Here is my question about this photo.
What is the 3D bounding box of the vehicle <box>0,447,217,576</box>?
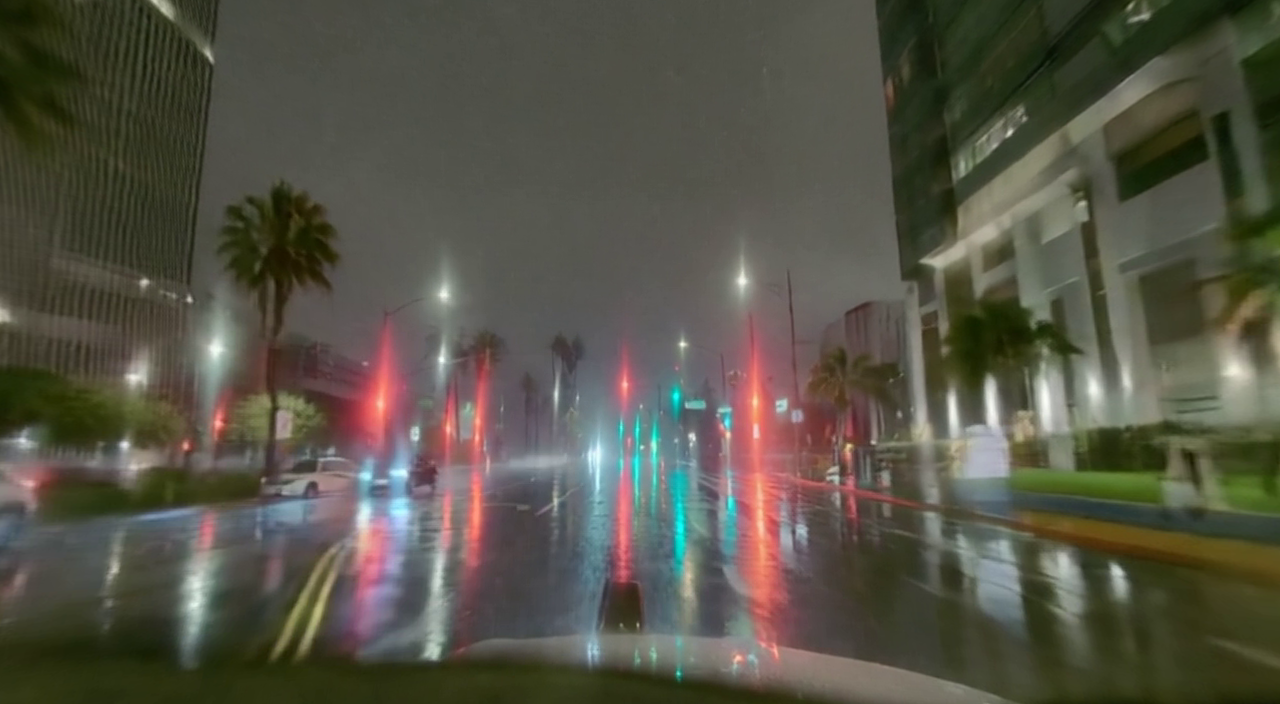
[{"bbox_3d":[-9.659,2.489,10.687,1.940,1.726,4.395,-1,-8,0],"label":"vehicle"}]

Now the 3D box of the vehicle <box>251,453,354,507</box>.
[{"bbox_3d":[-13.296,5.001,25.182,1.913,1.694,4.462,-5,-8,-4],"label":"vehicle"}]

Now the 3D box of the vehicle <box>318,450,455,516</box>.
[{"bbox_3d":[-6.499,3.367,16.807,1.868,1.467,4.267,-1,-8,0],"label":"vehicle"}]
